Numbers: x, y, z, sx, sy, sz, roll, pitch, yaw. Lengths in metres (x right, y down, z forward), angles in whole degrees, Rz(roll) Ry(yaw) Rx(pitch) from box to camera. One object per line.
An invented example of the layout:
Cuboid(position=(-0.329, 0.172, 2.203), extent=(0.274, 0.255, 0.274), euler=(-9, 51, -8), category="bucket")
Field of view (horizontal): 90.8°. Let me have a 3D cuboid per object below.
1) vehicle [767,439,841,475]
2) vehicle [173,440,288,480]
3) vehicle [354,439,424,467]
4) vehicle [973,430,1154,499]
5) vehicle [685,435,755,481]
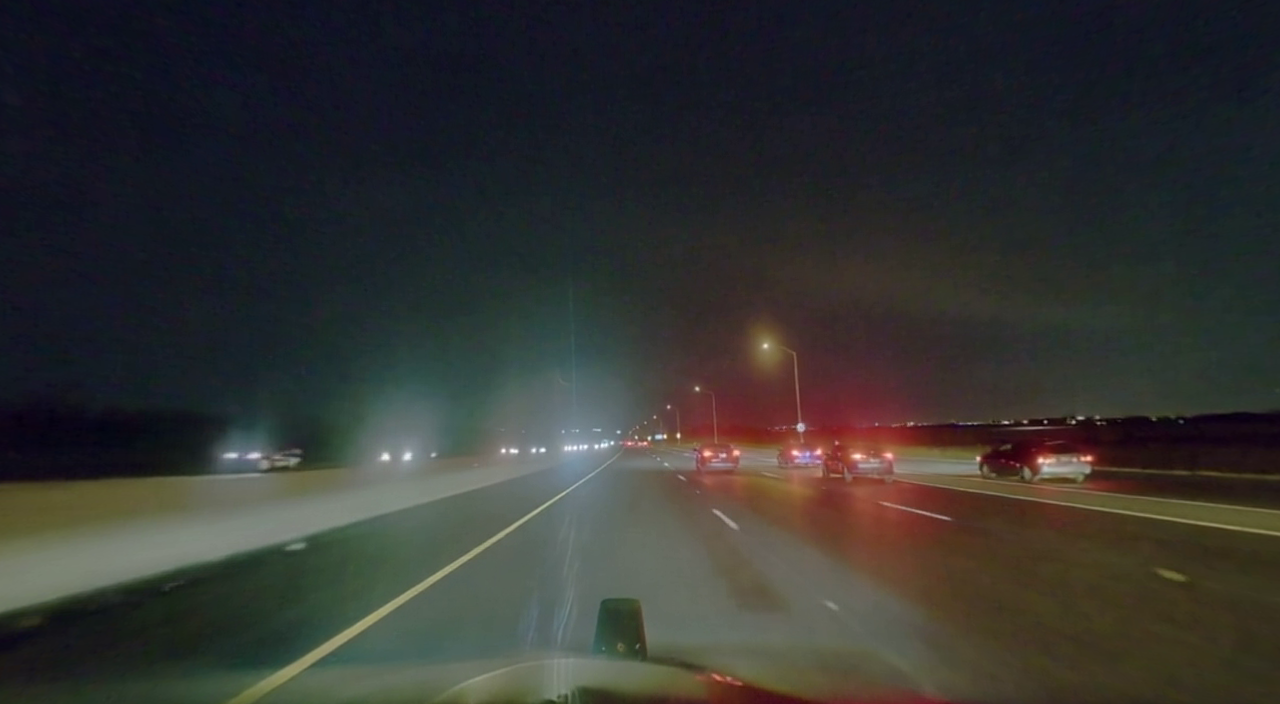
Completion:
Cuboid(position=(6.994, 4.533, 27.457), extent=(1.952, 1.442, 4.259), euler=(0, -8, -2), category="vehicle")
Cuboid(position=(-18.251, 4.829, 28.500), extent=(2.008, 1.618, 4.776), euler=(0, -8, 0), category="vehicle")
Cuboid(position=(-13.768, 5.534, 34.978), extent=(1.941, 1.374, 4.467), euler=(0, -8, 1), category="vehicle")
Cuboid(position=(10.855, 2.896, 16.628), extent=(1.844, 1.560, 4.085), euler=(0, -8, -1), category="vehicle")
Cuboid(position=(3.007, 4.081, 24.673), extent=(1.977, 1.601, 4.598), euler=(0, -8, -2), category="vehicle")
